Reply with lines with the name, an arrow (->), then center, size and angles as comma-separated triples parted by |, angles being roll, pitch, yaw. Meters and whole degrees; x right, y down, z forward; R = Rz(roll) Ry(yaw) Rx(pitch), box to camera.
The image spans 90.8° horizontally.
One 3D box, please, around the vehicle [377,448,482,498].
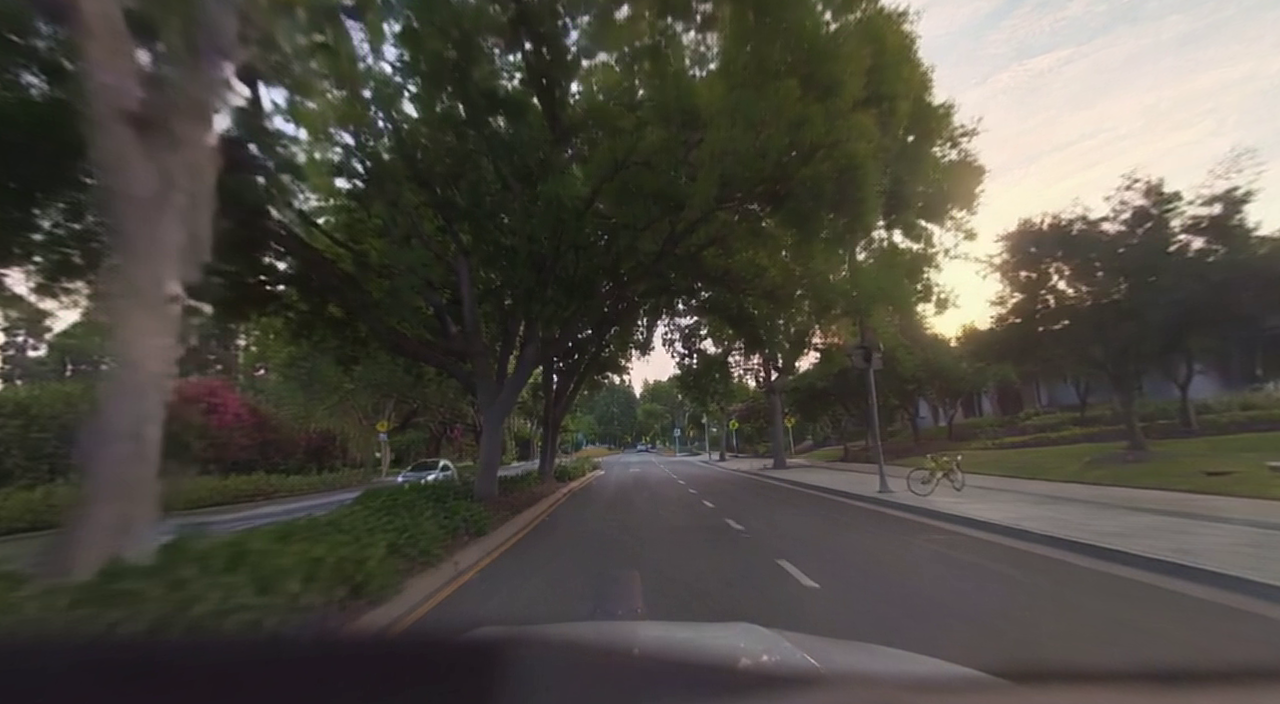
vehicle -> -7.077, 4.094, 21.857 | 2.006, 1.501, 4.789 | 0, -9, 0
